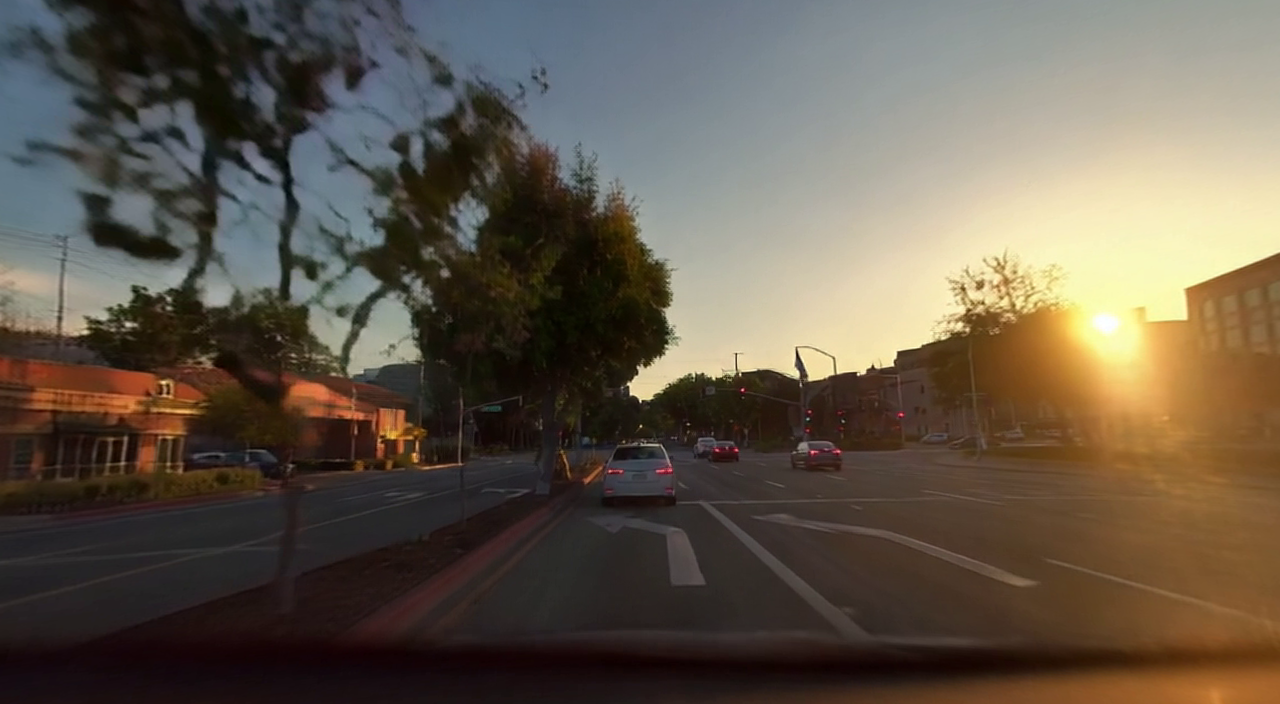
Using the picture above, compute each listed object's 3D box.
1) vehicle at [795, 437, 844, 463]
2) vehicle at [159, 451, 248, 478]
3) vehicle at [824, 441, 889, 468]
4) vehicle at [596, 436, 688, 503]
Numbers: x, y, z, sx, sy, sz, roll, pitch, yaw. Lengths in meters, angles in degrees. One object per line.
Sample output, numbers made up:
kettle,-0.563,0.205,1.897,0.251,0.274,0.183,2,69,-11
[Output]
vehicle,13.111,7.186,46.513,1.981,1.746,5.375,0,-9,-1
vehicle,-30.977,7.935,44.893,4.758,1.809,2.114,8,-12,-44
vehicle,12.604,5.987,37.127,2.059,1.482,4.568,0,-9,-1
vehicle,0.008,2.947,16.229,2.064,1.477,3.968,0,-9,-1
